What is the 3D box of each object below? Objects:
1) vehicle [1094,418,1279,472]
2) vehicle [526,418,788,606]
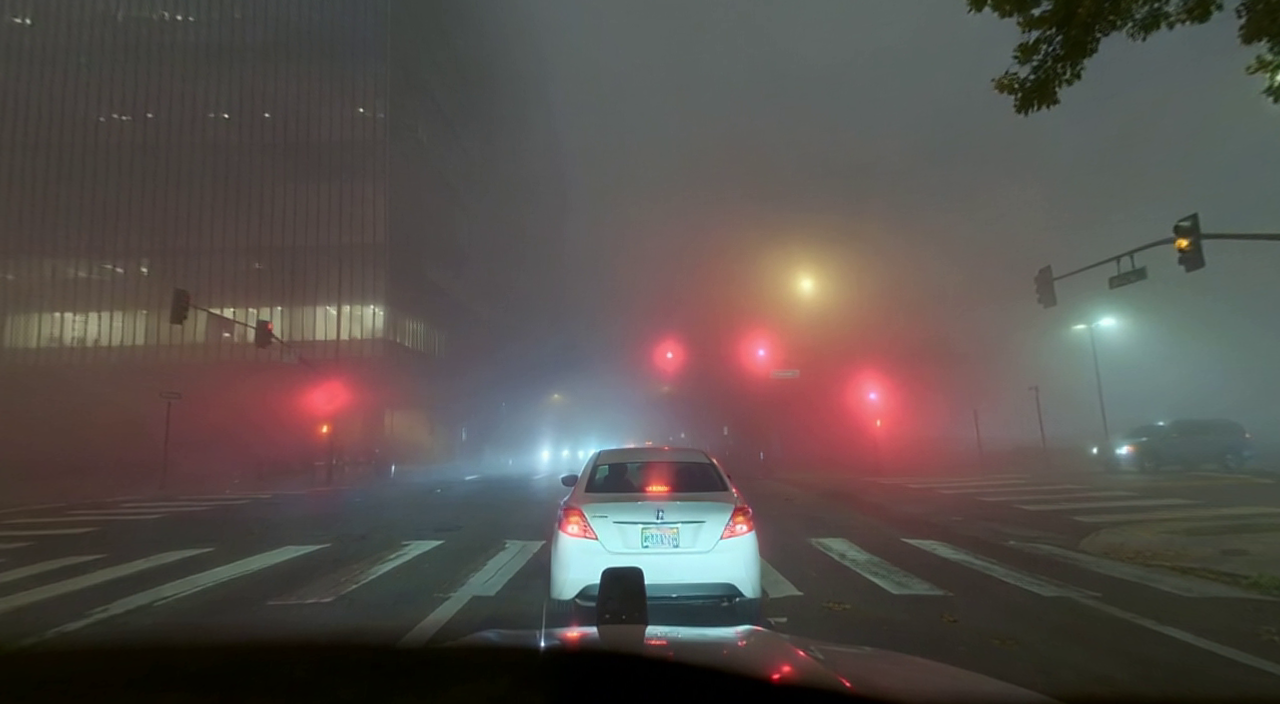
[{"bbox_3d":[19.115,3.265,22.225,4.675,1.772,1.945,0,-8,0],"label":"vehicle"},{"bbox_3d":[-0.154,1.648,7.489,1.893,1.532,4.145,2,-9,-16],"label":"vehicle"}]
